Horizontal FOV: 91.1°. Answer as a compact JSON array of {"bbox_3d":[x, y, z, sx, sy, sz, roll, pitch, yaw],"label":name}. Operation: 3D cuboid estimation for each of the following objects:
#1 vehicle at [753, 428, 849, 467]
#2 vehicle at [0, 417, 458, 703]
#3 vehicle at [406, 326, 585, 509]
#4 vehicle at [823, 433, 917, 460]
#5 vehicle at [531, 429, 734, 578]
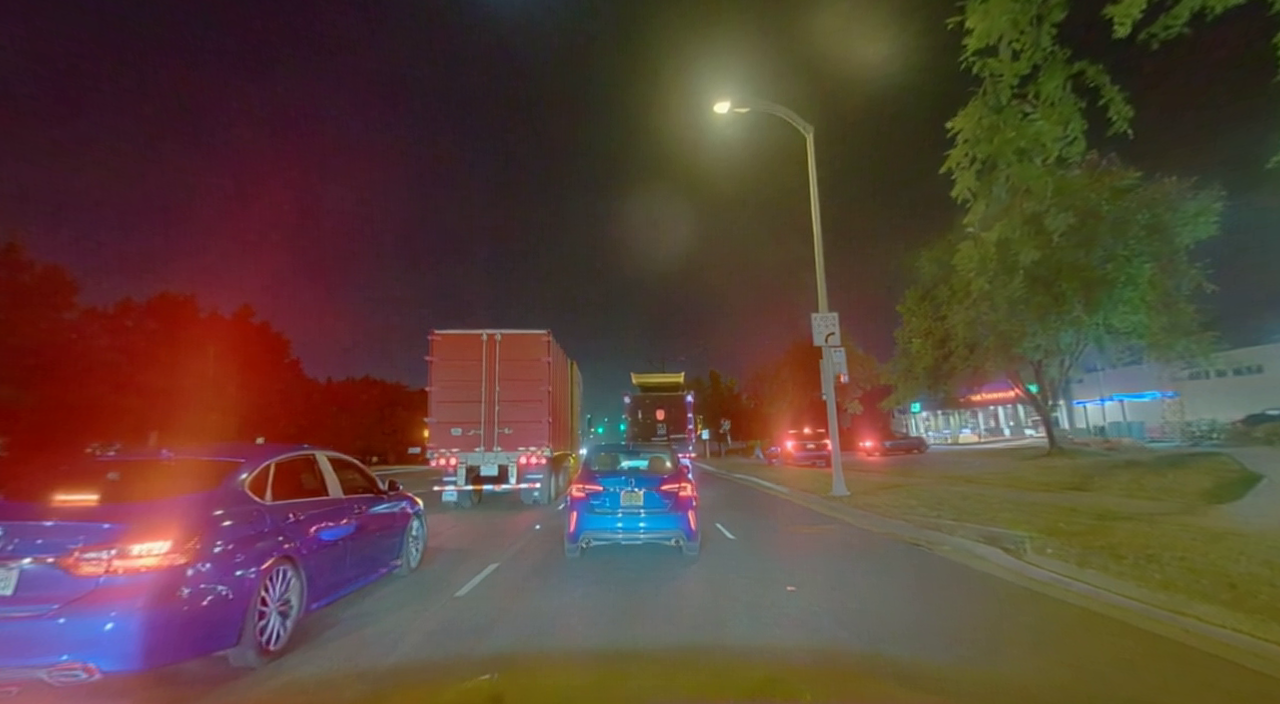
[{"bbox_3d":[8.171,4.910,32.408,2.061,1.845,4.829,4,-9,-27],"label":"vehicle"},{"bbox_3d":[-3.084,1.352,4.987,1.969,1.471,4.378,0,-8,0],"label":"vehicle"},{"bbox_3d":[-3.279,1.843,16.626,3.020,3.800,7.105,0,-8,0],"label":"vehicle"},{"bbox_3d":[12.919,5.339,35.501,4.574,1.478,1.880,0,-8,2],"label":"vehicle"},{"bbox_3d":[-0.116,1.854,8.541,2.067,1.506,4.118,0,-8,-1],"label":"vehicle"}]
